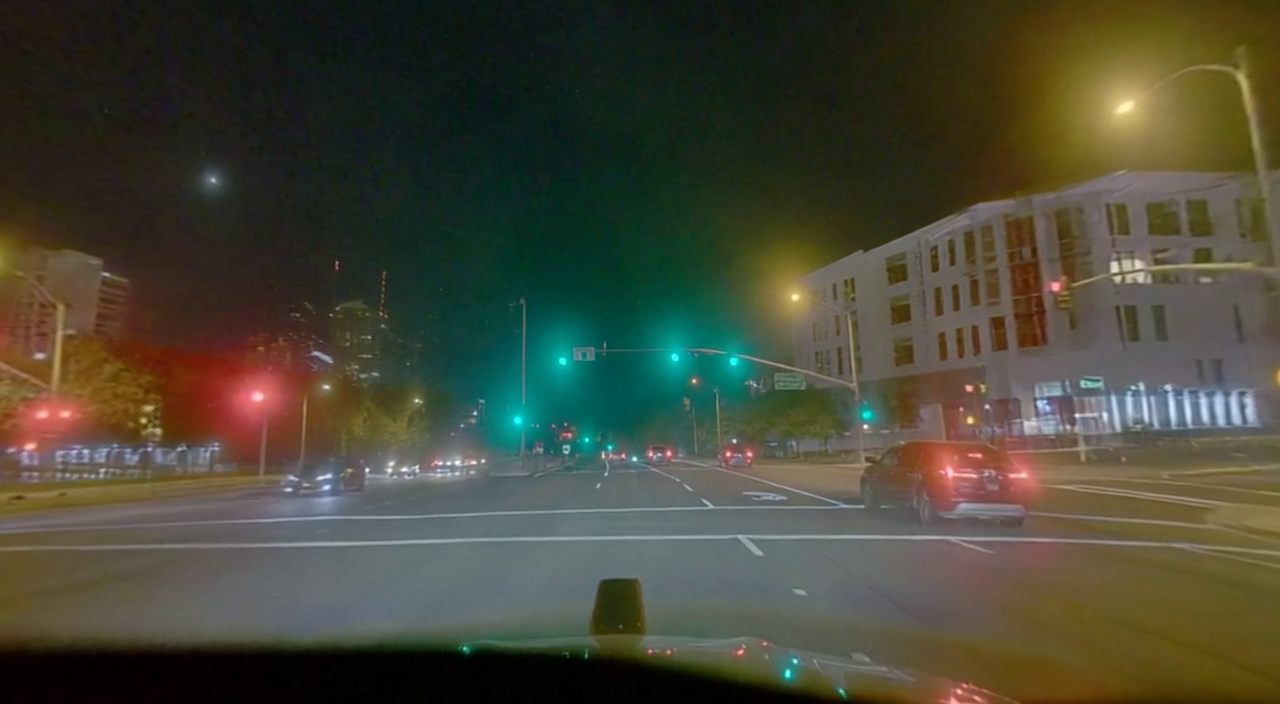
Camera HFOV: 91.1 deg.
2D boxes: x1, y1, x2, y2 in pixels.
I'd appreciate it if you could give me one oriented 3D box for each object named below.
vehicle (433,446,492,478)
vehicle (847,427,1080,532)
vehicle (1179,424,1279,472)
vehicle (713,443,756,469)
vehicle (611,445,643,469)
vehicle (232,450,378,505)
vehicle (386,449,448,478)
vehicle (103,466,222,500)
[{"bbox_3d":[-10.154,6.302,36.284,2.022,1.673,4.393,0,-8,2],"label":"vehicle"},{"bbox_3d":[5.803,2.330,12.094,2.056,1.624,4.498,0,-8,0],"label":"vehicle"},{"bbox_3d":[21.285,3.192,20.942,4.619,1.501,2.024,0,-9,1],"label":"vehicle"},{"bbox_3d":[5.851,6.524,39.429,1.924,1.527,4.268,0,-8,-1],"label":"vehicle"},{"bbox_3d":[-0.873,6.775,40.745,2.026,1.453,3.780,0,-8,-2],"label":"vehicle"},{"bbox_3d":[-10.626,3.970,20.411,1.986,1.505,4.693,0,-8,3],"label":"vehicle"},{"bbox_3d":[-14.877,7.464,42.173,1.932,1.768,4.765,-1,-9,6],"label":"vehicle"},{"bbox_3d":[-25.785,7.040,34.094,1.904,1.497,4.685,-5,-10,31],"label":"vehicle"}]
